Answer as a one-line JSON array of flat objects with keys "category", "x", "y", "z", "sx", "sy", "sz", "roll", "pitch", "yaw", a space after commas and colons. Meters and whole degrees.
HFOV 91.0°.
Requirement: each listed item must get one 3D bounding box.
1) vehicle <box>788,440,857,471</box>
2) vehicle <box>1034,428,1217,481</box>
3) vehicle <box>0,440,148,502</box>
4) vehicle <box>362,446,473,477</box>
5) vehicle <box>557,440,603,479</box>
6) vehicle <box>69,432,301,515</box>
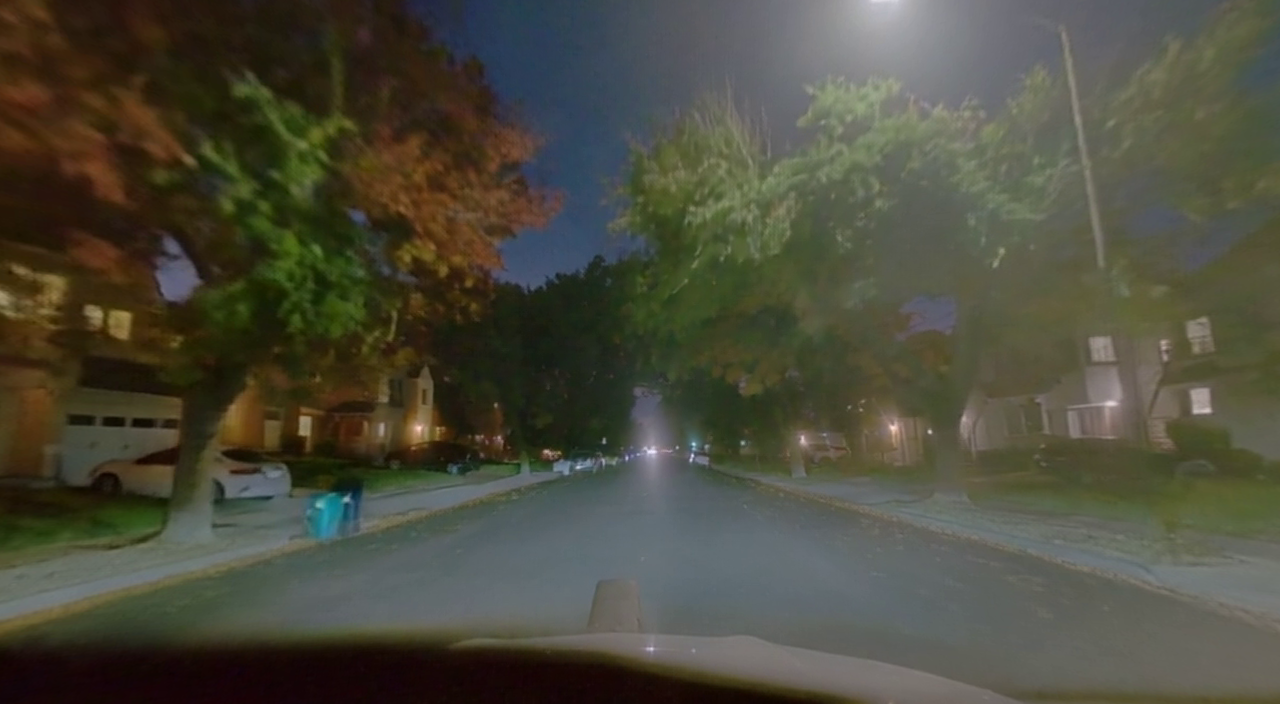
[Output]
[{"category": "vehicle", "x": 11.045, "y": 6.281, "z": 38.302, "sx": 3.647, "sy": 1.784, "sz": 1.650, "roll": -1, "pitch": -9, "yaw": 3}, {"category": "vehicle", "x": 15.190, "y": 3.194, "z": 19.782, "sx": 4.553, "sy": 1.526, "sz": 2.000, "roll": 2, "pitch": -9, "yaw": -14}, {"category": "vehicle", "x": -15.961, "y": 3.186, "z": 17.249, "sx": 4.473, "sy": 1.493, "sz": 1.884, "roll": -4, "pitch": -9, "yaw": 24}, {"category": "vehicle", "x": -11.445, "y": 5.657, "z": 32.632, "sx": 4.977, "sy": 1.558, "sz": 2.079, "roll": 0, "pitch": -9, "yaw": 2}, {"category": "vehicle", "x": -4.133, "y": 7.471, "z": 44.210, "sx": 2.482, "sy": 2.054, "sz": 5.323, "roll": 1, "pitch": -3, "yaw": 3}, {"category": "vehicle", "x": -11.138, "y": 2.990, "z": 15.606, "sx": 4.373, "sy": 1.747, "sz": 2.029, "roll": -4, "pitch": -9, "yaw": 8}]
